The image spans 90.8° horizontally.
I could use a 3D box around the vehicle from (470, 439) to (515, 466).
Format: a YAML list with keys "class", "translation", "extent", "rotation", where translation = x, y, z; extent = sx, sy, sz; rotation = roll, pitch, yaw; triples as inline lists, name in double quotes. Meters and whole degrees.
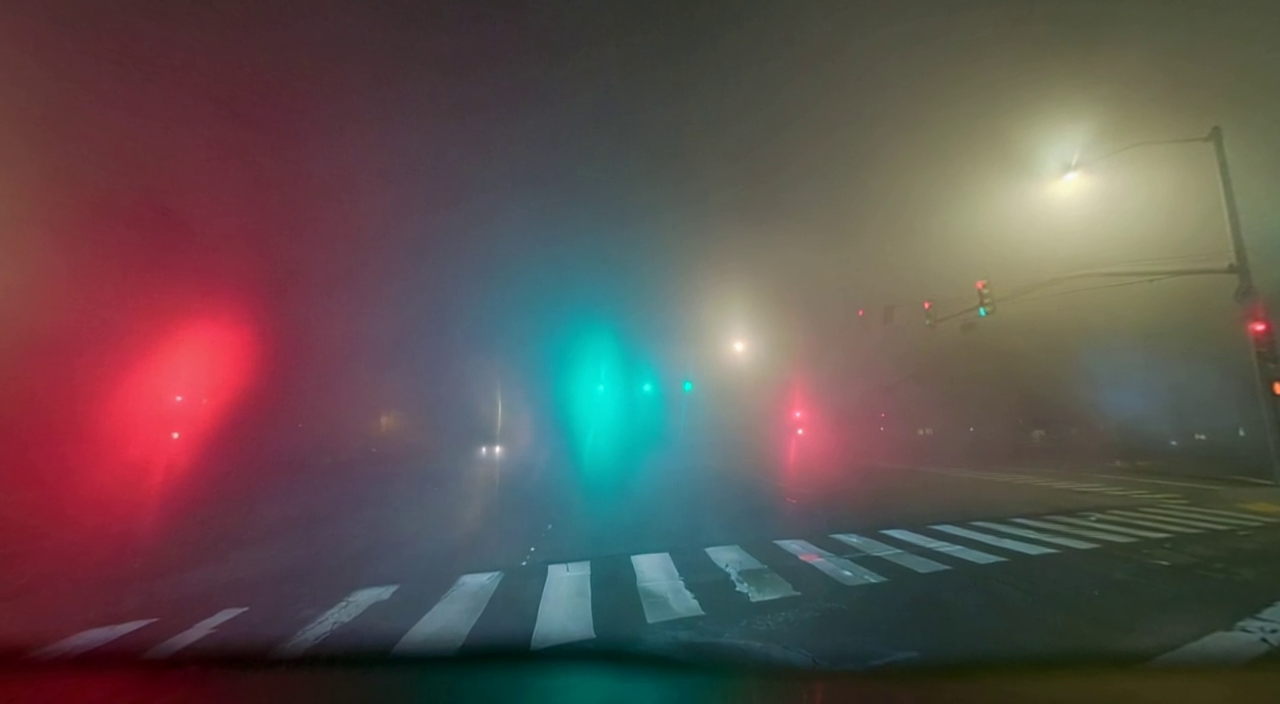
- class: "vehicle"
  translation: [-9.732, 6.669, 42.007]
  extent: [1.988, 1.692, 4.412]
  rotation: [0, -8, 0]
